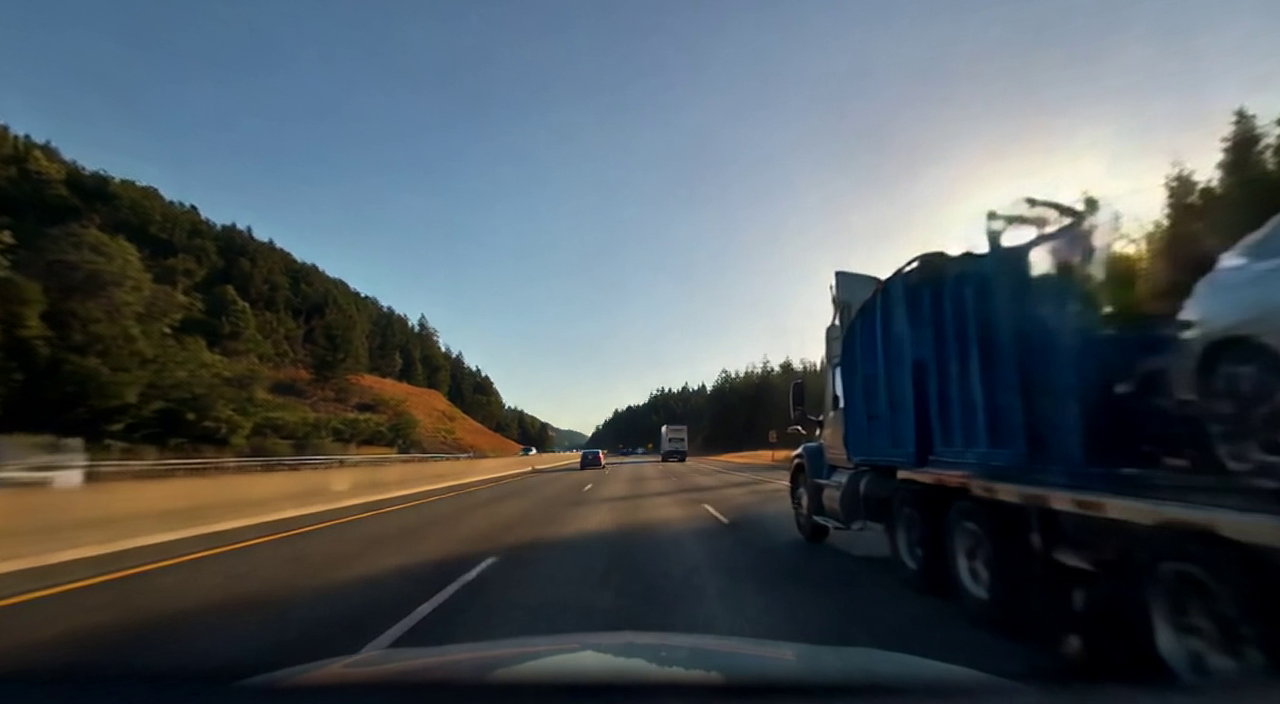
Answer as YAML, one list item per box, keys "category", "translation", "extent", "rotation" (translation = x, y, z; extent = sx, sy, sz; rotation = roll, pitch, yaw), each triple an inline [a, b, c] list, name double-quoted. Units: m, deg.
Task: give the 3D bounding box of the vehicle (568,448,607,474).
- category: "vehicle"
  translation: [-3.317, 6.974, 40.614]
  extent: [2.091, 1.522, 4.301]
  rotation: [0, -9, 0]

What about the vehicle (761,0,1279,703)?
- category: "vehicle"
  translation: [3.724, 0.384, 6.364]
  extent: [3.046, 3.762, 9.803]
  rotation: [0, -9, 0]
